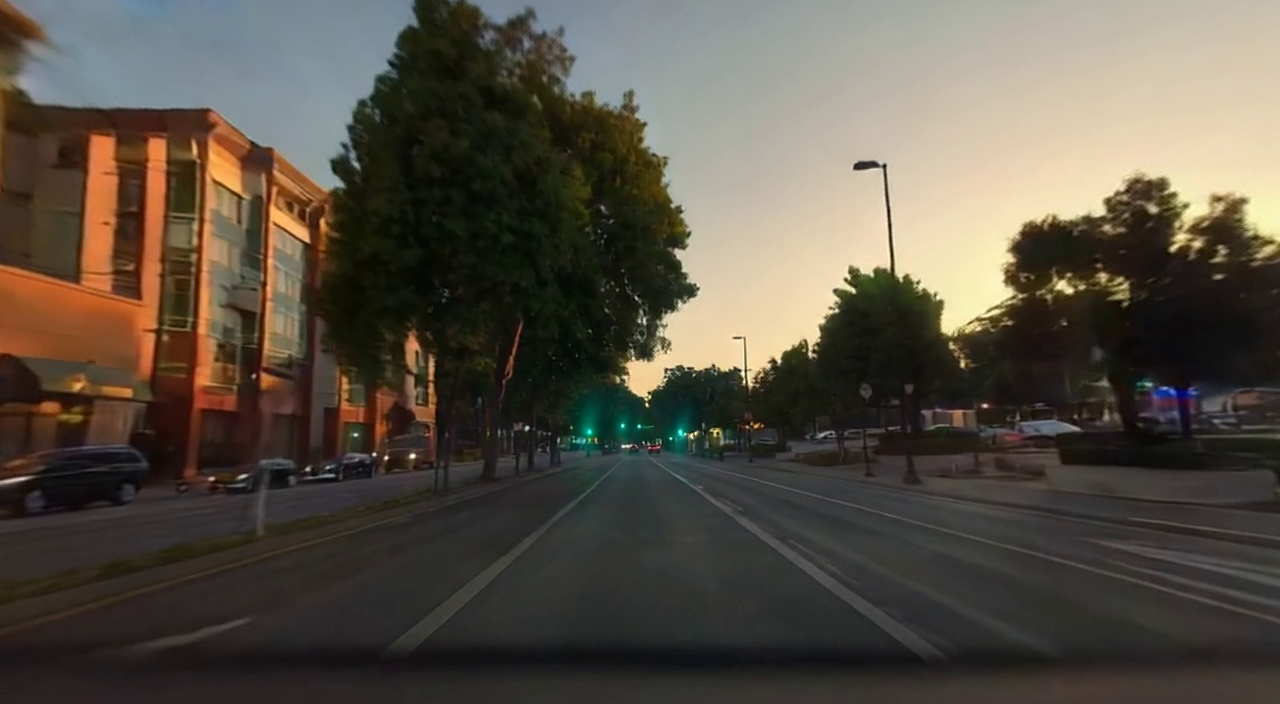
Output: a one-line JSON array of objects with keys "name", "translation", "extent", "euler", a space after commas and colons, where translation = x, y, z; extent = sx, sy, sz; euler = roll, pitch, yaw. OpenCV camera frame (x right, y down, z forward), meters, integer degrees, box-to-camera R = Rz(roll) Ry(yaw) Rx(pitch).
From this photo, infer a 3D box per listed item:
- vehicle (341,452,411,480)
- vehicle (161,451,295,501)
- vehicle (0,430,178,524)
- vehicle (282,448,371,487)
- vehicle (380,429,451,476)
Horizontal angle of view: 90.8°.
[{"name": "vehicle", "translation": [-15.320, 6.597, 36.955], "extent": [1.929, 1.471, 4.919], "euler": [0, -8, 1]}, {"name": "vehicle", "translation": [-15.377, 4.603, 23.934], "extent": [1.892, 1.624, 4.645], "euler": [0, -8, 1]}, {"name": "vehicle", "translation": [-15.416, 3.248, 16.764], "extent": [2.246, 2.081, 5.416], "euler": [-1, -9, -1]}, {"name": "vehicle", "translation": [-15.314, 5.633, 31.251], "extent": [1.989, 1.747, 5.019], "euler": [-1, -9, -2]}, {"name": "vehicle", "translation": [-15.267, 6.911, 43.518], "extent": [2.335, 2.896, 6.785], "euler": [-1, -9, 0]}]
